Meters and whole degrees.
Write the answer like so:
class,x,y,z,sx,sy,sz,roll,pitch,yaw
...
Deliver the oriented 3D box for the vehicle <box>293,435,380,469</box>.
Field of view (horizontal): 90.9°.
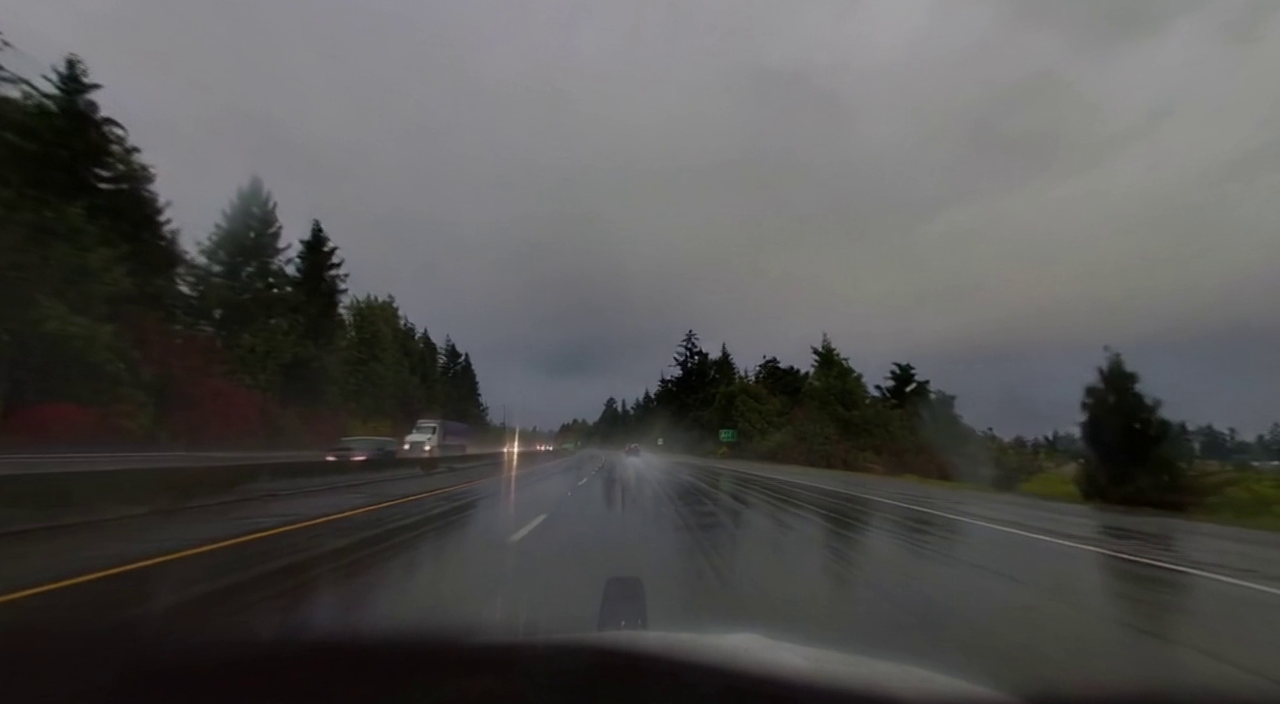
class,x,y,z,sx,sy,sz,roll,pitch,yaw
vehicle,-13.848,4.601,29.085,1.854,1.438,4.451,0,-9,-1
